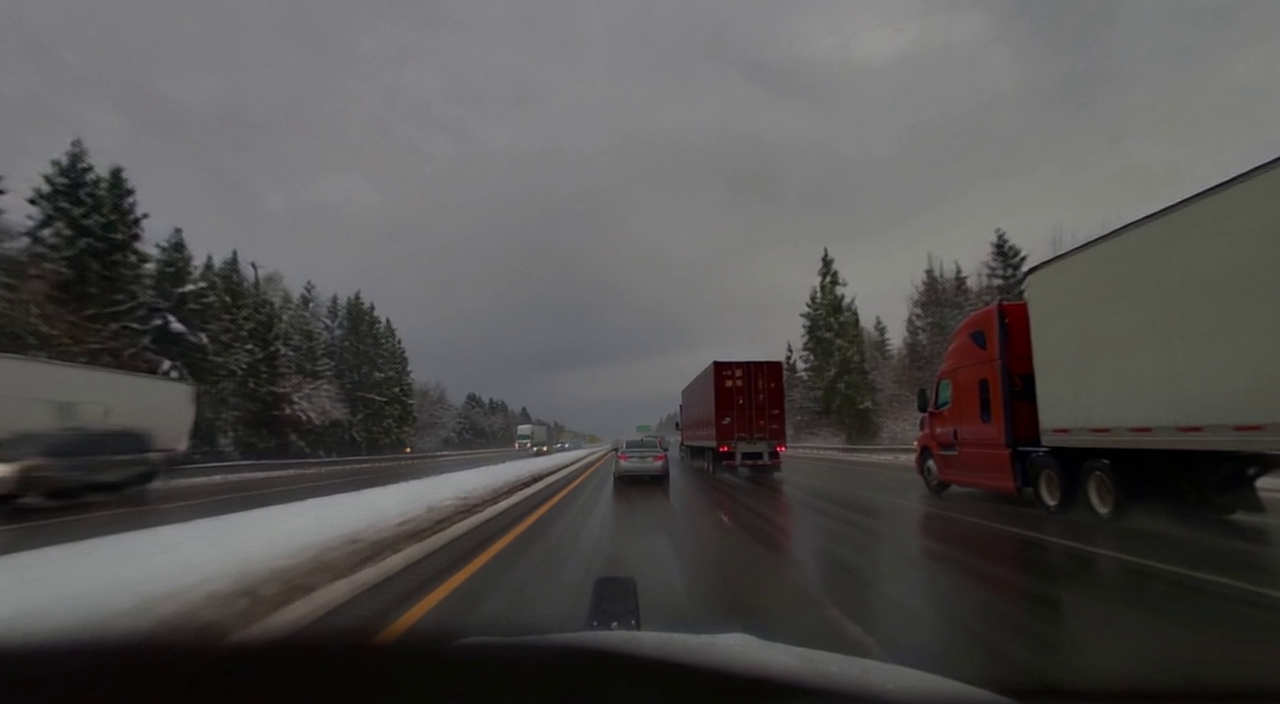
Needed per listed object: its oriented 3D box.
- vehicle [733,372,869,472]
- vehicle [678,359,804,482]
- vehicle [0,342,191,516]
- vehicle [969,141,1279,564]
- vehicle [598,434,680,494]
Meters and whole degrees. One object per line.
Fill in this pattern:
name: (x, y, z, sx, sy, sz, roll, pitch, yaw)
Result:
vehicle: (7.671, 3.801, 33.044, 2.876, 4.111, 14.145, 0, -8, -2)
vehicle: (3.802, 3.203, 28.182, 2.888, 4.099, 14.183, 0, -8, -2)
vehicle: (-16.516, 1.716, 14.078, 2.951, 4.048, 14.085, 0, -8, -2)
vehicle: (8.155, -0.187, 5.065, 3.110, 4.308, 14.260, 0, -8, -1)
vehicle: (-0.077, 3.053, 17.653, 2.038, 1.477, 3.773, 0, -8, -2)
